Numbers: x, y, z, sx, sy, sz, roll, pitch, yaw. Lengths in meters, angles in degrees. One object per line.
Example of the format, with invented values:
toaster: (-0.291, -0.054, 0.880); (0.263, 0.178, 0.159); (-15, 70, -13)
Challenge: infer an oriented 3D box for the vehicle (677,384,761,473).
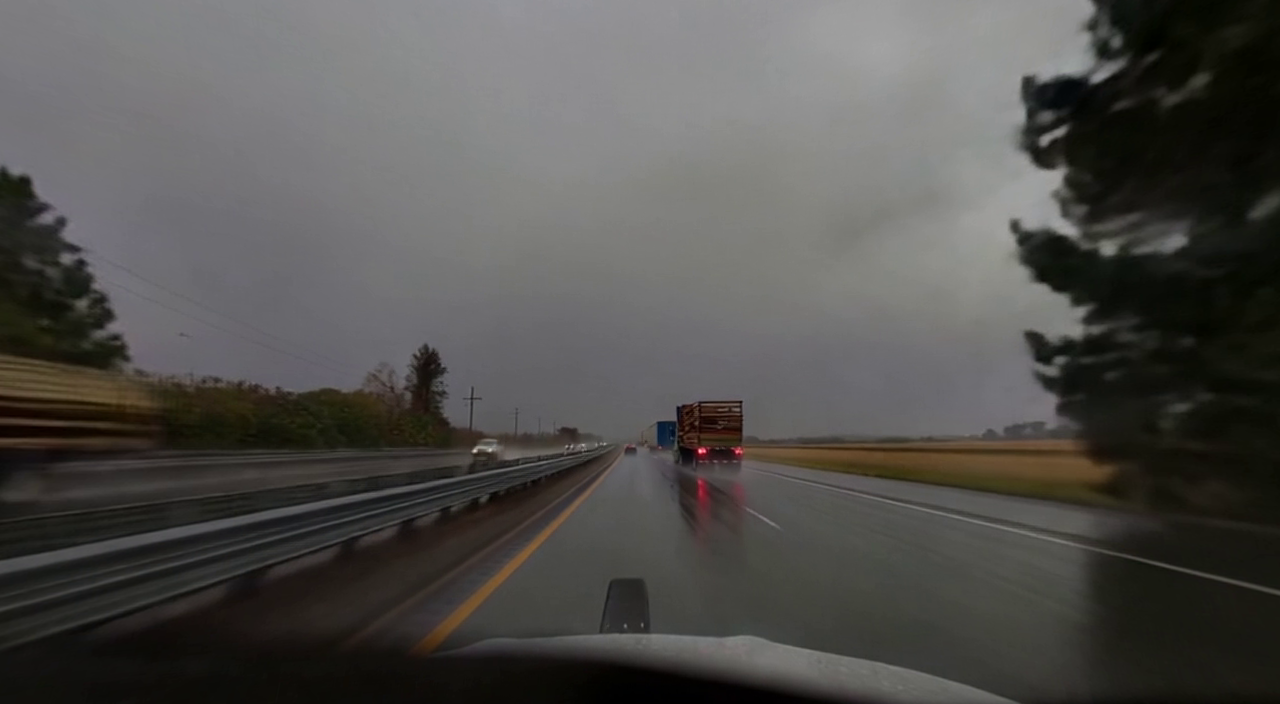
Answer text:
vehicle: (4.038, 4.513, 35.780); (3.024, 4.065, 13.796); (0, -8, 0)
